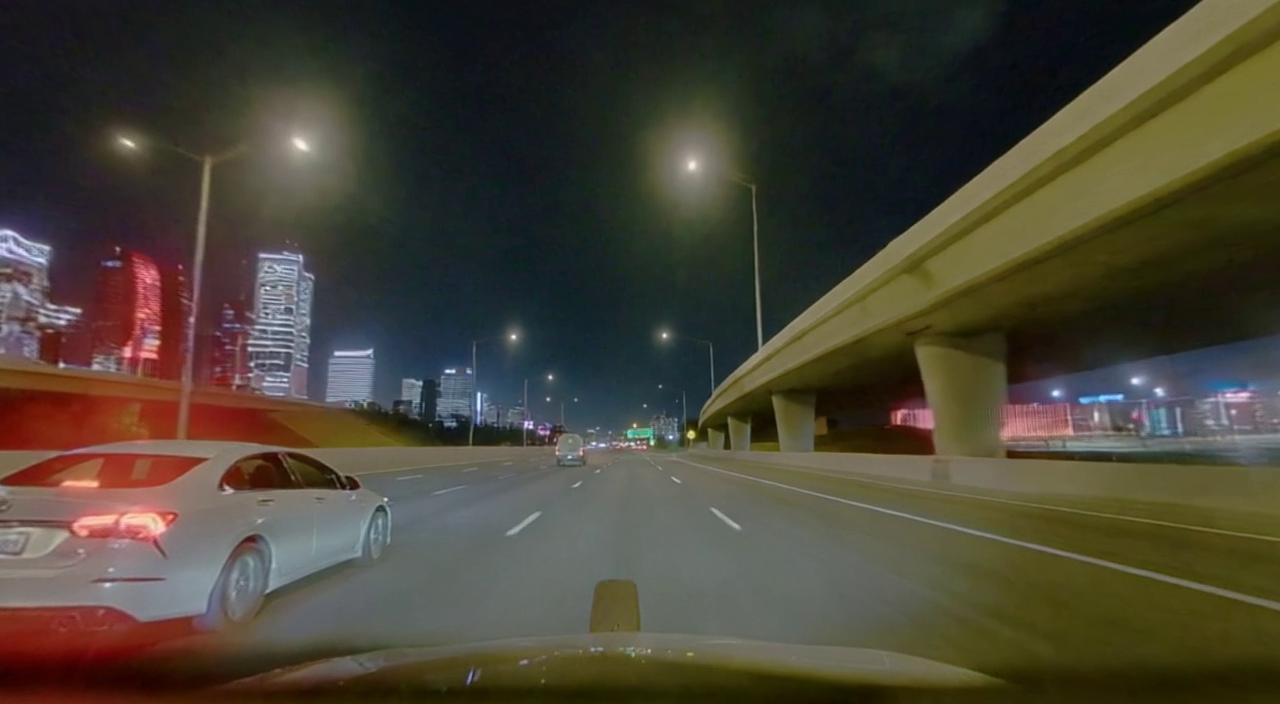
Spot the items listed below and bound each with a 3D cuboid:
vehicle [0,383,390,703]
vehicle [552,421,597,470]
[{"bbox_3d":[-3.607,1.153,4.155,2.025,1.556,4.594,0,-9,0],"label":"vehicle"},{"bbox_3d":[-4.234,6.225,42.077,2.364,2.953,6.732,0,-8,-1],"label":"vehicle"}]
